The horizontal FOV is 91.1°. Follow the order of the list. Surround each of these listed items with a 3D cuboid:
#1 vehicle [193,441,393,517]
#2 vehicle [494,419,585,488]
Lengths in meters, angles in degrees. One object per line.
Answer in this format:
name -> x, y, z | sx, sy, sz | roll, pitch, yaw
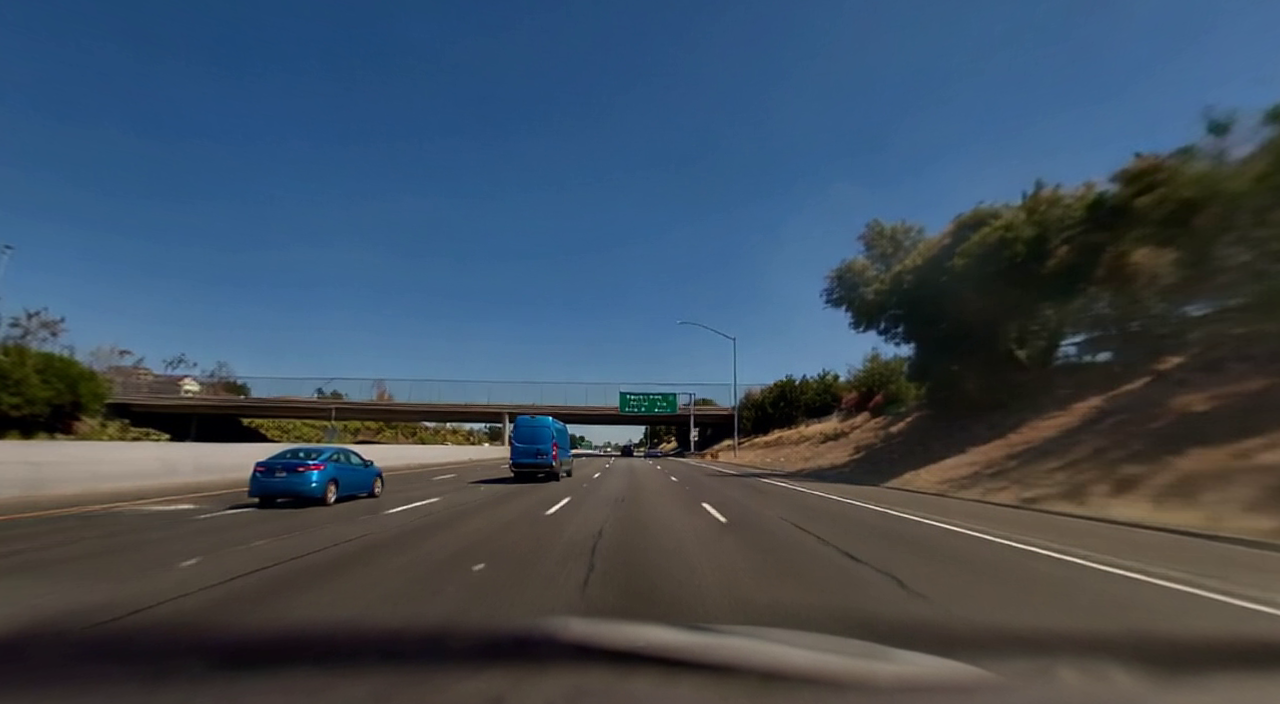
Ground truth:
vehicle -> -7.870, 2.892, 14.932 | 1.987, 1.490, 4.781 | 0, -9, 1
vehicle -> -3.519, 3.714, 23.200 | 2.372, 2.248, 5.393 | 0, -9, 1
